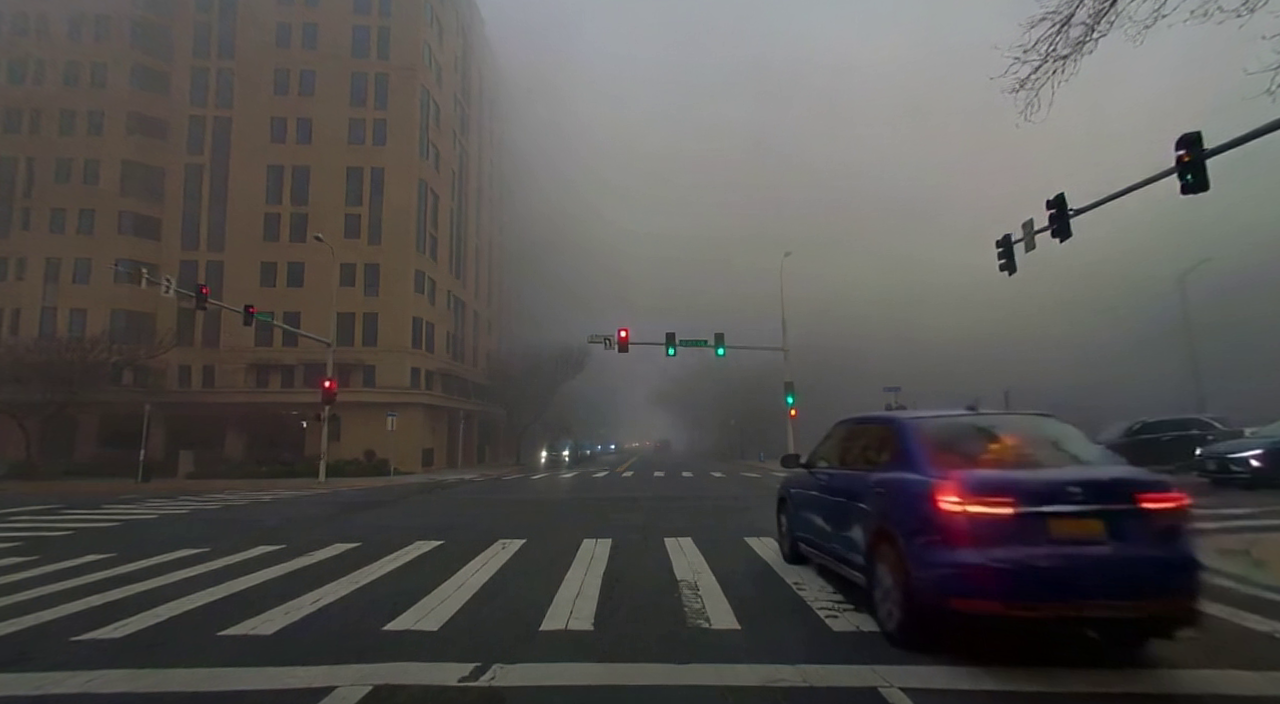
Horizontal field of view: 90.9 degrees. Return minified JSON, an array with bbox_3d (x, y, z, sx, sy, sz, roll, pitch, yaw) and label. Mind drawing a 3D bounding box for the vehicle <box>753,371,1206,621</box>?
[{"bbox_3d":[2.933,1.401,7.122,2.301,1.816,4.871,0,-8,-1],"label":"vehicle"}]
